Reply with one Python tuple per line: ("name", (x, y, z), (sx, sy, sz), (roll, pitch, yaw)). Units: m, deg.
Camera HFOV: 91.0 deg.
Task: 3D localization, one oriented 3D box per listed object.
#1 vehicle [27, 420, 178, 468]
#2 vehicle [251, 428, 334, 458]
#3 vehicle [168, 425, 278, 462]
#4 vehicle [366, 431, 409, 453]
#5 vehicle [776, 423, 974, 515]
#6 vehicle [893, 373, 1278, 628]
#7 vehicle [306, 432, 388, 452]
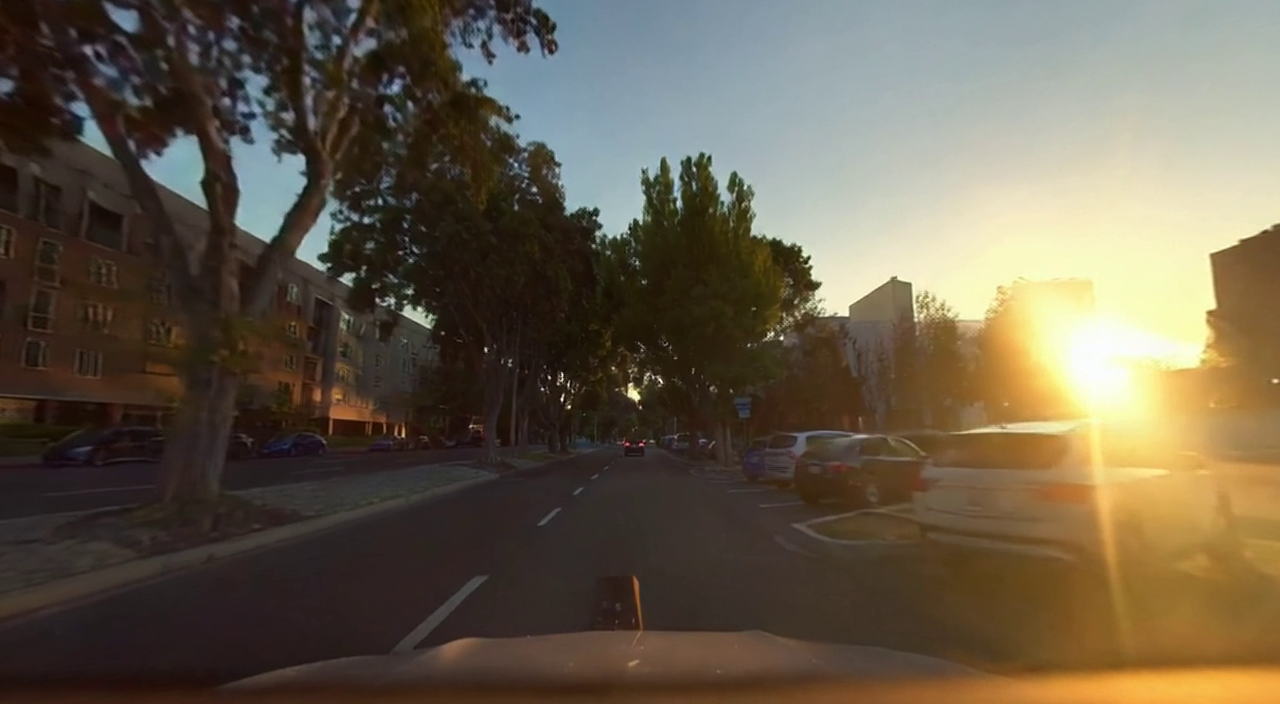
("vehicle", (-18.573, 3.217, 22.047), (1.807, 1.501, 4.134), (0, -8, -3))
("vehicle", (-18.781, 4.975, 34.324), (1.869, 1.494, 4.833), (0, -8, -2))
("vehicle", (-18.502, 4.082, 28.235), (1.811, 1.502, 4.639), (-1, -8, 0))
("vehicle", (-19.234, 6.871, 48.085), (1.792, 1.554, 3.682), (0, -8, -1))
("vehicle", (4.646, 2.213, 12.400), (3.531, 1.529, 1.903), (5, -10, -35))
("vehicle", (4.640, 1.251, 6.315), (4.416, 1.656, 1.928), (6, -10, -39))
("vehicle", (-19.270, 5.970, 41.840), (2.389, 1.206, 6.247), (-1, -8, 1))
